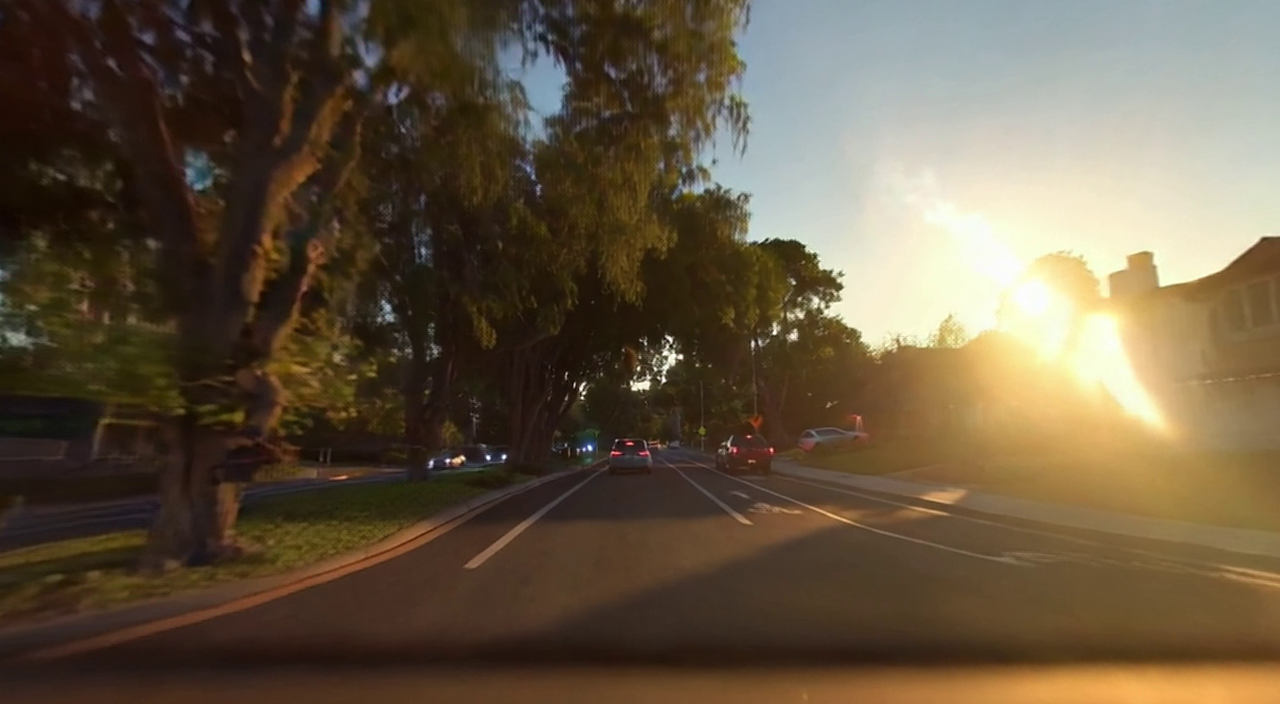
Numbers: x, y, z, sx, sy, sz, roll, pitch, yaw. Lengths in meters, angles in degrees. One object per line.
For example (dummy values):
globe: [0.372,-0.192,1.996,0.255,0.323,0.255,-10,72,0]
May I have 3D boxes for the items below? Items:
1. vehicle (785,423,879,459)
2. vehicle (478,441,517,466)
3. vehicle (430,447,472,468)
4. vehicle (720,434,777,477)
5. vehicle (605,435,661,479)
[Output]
vehicle: [11.557,5.399,38.288,4.919,1.886,2.086,-3,-9,2]
vehicle: [-10.733,7.652,47.919,2.028,1.759,4.360,0,-8,-1]
vehicle: [-14.764,8.273,49.667,1.840,1.450,4.521,0,-8,1]
vehicle: [4.853,4.663,28.956,2.045,1.776,4.851,0,-8,4]
vehicle: [-0.242,4.257,25.893,2.106,1.655,3.717,0,-8,1]
